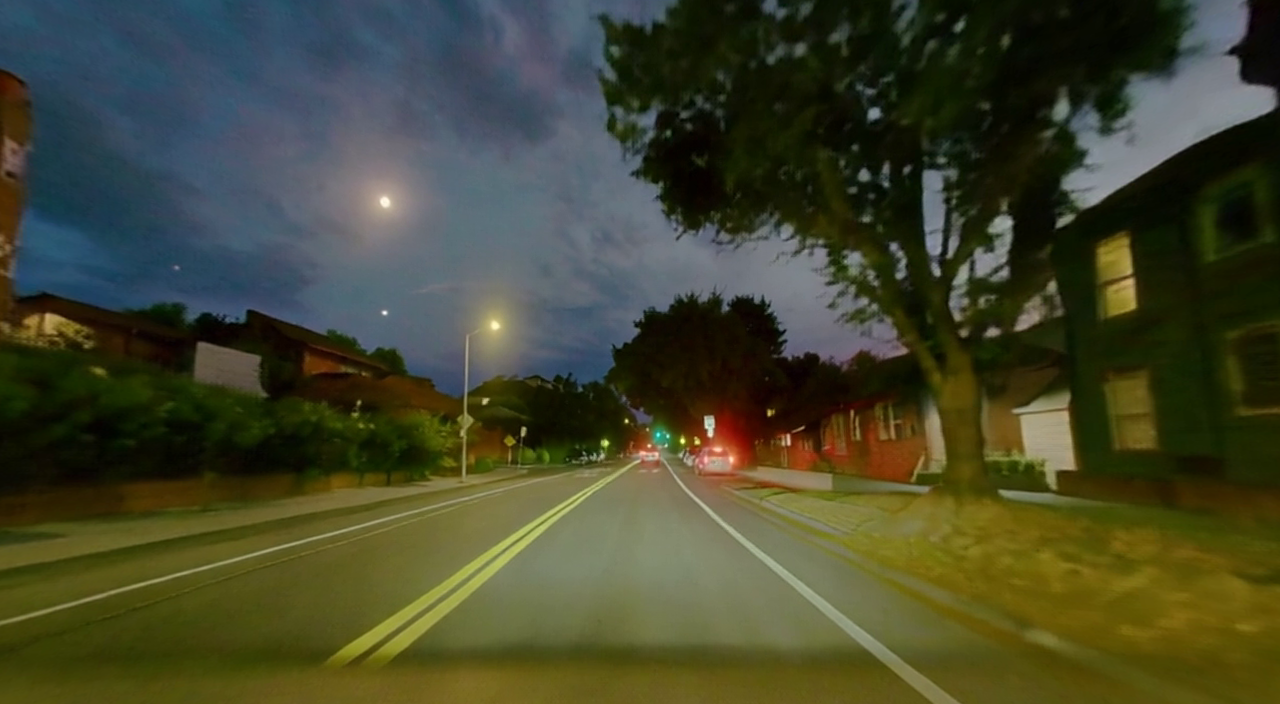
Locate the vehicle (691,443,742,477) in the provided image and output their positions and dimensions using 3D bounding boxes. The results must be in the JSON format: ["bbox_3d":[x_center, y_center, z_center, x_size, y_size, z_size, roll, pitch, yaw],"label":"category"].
[{"bbox_3d":[4.185,5.984,35.273,1.937,1.752,4.574,1,-9,-5],"label":"vehicle"}]
